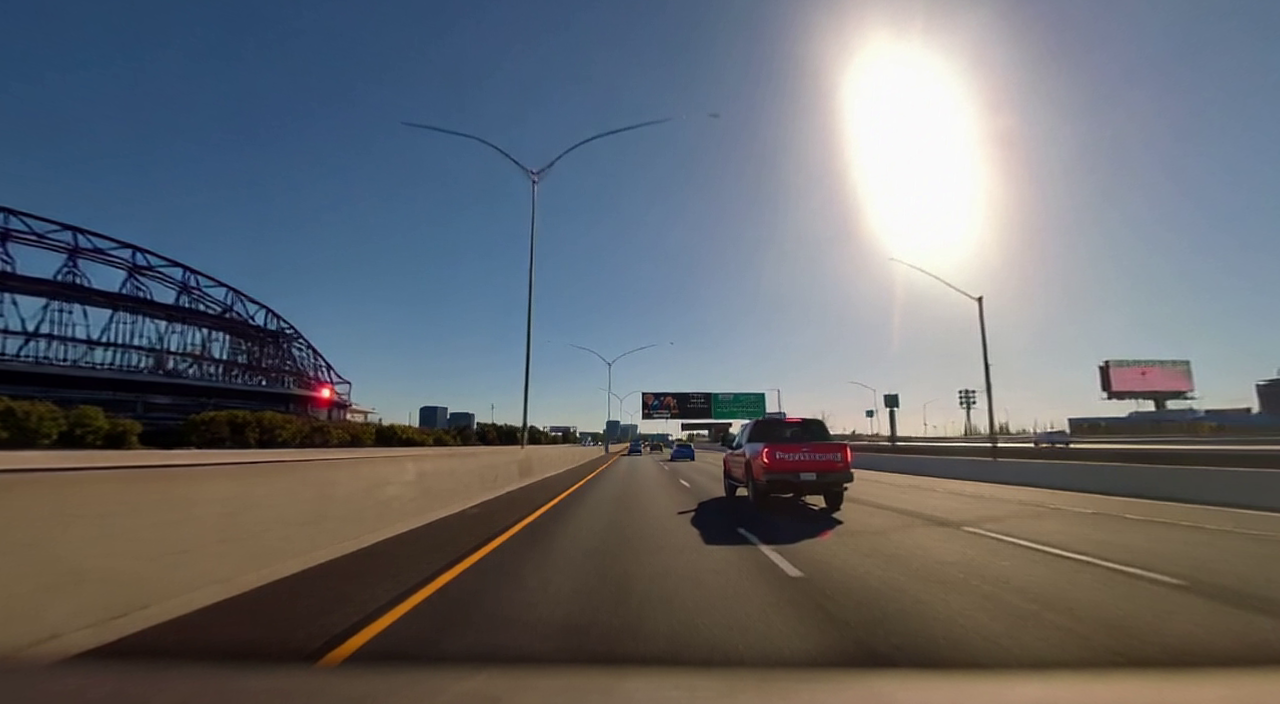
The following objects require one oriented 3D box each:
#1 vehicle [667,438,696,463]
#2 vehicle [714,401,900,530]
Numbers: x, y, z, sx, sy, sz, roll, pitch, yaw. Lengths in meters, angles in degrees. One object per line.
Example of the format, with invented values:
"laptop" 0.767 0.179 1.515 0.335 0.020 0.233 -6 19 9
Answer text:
"vehicle" 3.110 7.516 48.188 1.973 1.774 4.092 0 -9 0
"vehicle" 2.908 2.143 12.452 2.199 2.002 4.970 0 -9 -1
